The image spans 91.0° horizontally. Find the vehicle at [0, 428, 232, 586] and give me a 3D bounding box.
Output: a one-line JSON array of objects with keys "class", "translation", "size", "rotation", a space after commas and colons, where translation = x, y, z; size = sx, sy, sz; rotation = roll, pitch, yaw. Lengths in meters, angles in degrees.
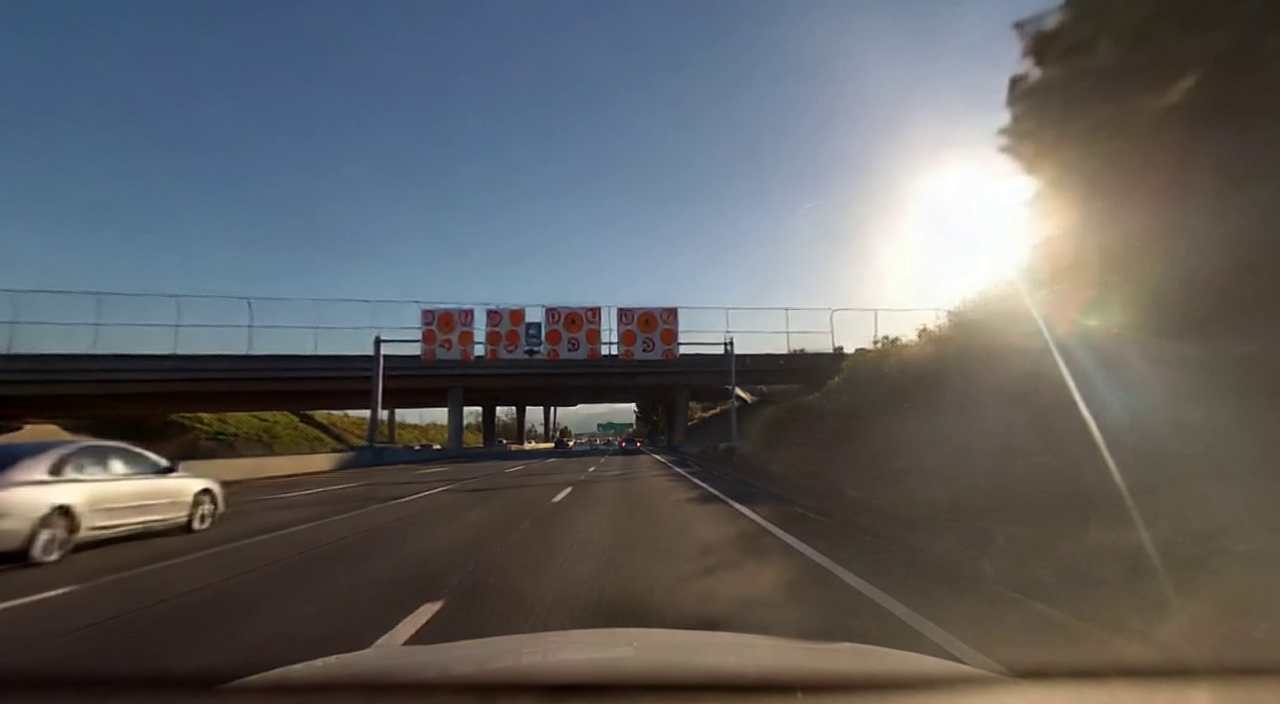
[{"class": "vehicle", "translation": [-7.138, 1.646, 7.112], "size": [1.939, 1.504, 4.727], "rotation": [-1, -8, -1]}]

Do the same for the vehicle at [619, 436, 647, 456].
[{"class": "vehicle", "translation": [-0.571, 7.195, 48.088], "size": [2.072, 1.440, 3.690], "rotation": [0, -8, -1]}]
